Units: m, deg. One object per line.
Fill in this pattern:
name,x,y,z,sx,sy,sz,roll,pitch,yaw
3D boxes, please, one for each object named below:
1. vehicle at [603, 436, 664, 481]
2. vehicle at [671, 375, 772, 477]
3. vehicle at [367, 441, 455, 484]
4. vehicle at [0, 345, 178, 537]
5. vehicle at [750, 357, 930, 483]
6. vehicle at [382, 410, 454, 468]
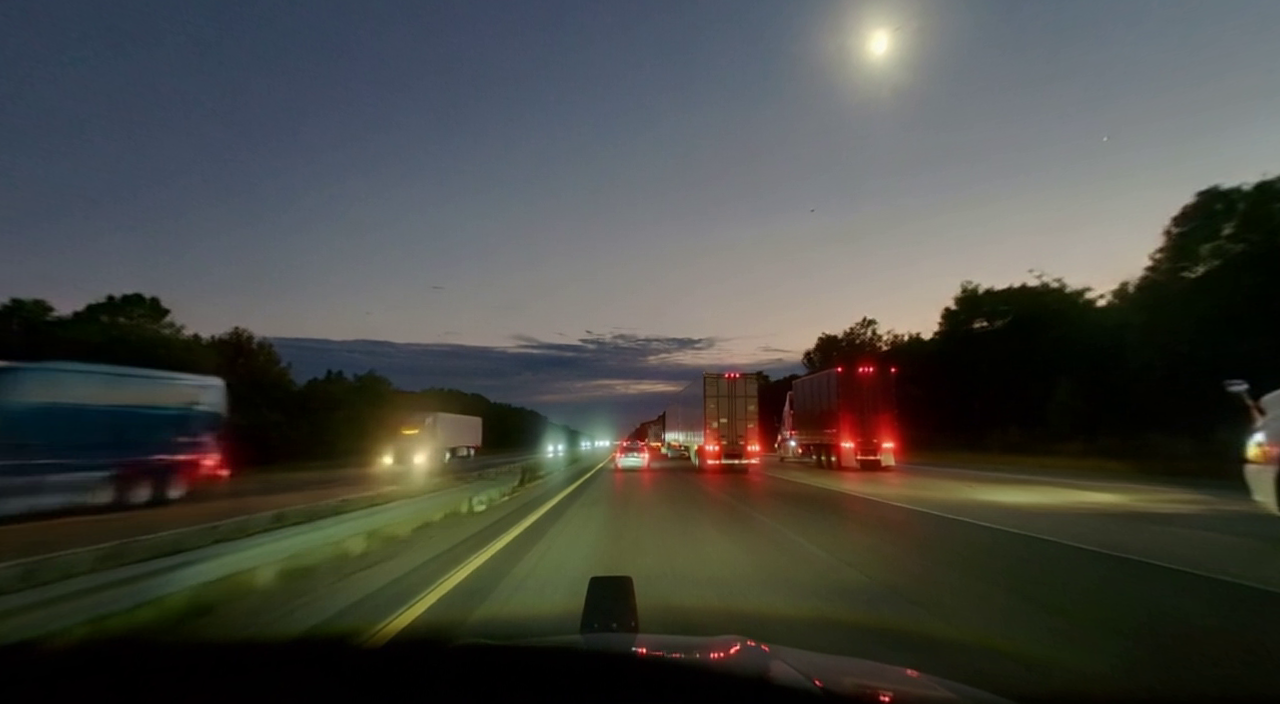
vehicle,-0.266,3.846,23.148,2.038,1.477,3.773,0,-7,-1
vehicle,3.648,3.901,32.686,2.888,4.099,14.183,0,-7,-2
vehicle,-8.686,4.200,24.359,1.867,1.465,4.420,0,-8,-2
vehicle,-12.573,1.608,11.335,2.641,3.353,7.768,0,-7,-1
vehicle,7.758,3.112,27.670,2.876,4.111,14.145,0,-7,-2
vehicle,-17.181,6.835,49.389,3.135,4.207,7.042,0,-8,-1
